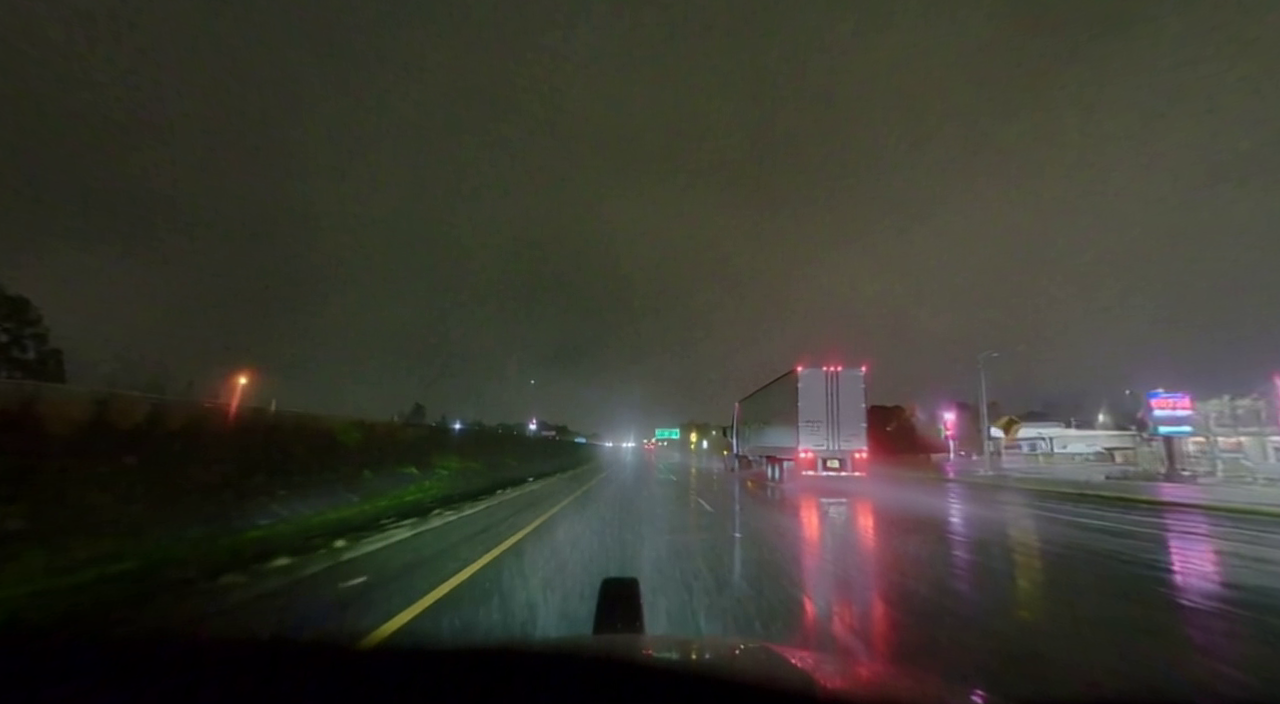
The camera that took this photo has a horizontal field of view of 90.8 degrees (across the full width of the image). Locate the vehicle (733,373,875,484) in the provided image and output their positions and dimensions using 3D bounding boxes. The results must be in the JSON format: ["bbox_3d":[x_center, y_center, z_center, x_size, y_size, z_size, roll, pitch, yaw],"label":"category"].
[{"bbox_3d":[7.261,4.005,31.520,2.912,4.153,15.866,0,-8,0],"label":"vehicle"}]
